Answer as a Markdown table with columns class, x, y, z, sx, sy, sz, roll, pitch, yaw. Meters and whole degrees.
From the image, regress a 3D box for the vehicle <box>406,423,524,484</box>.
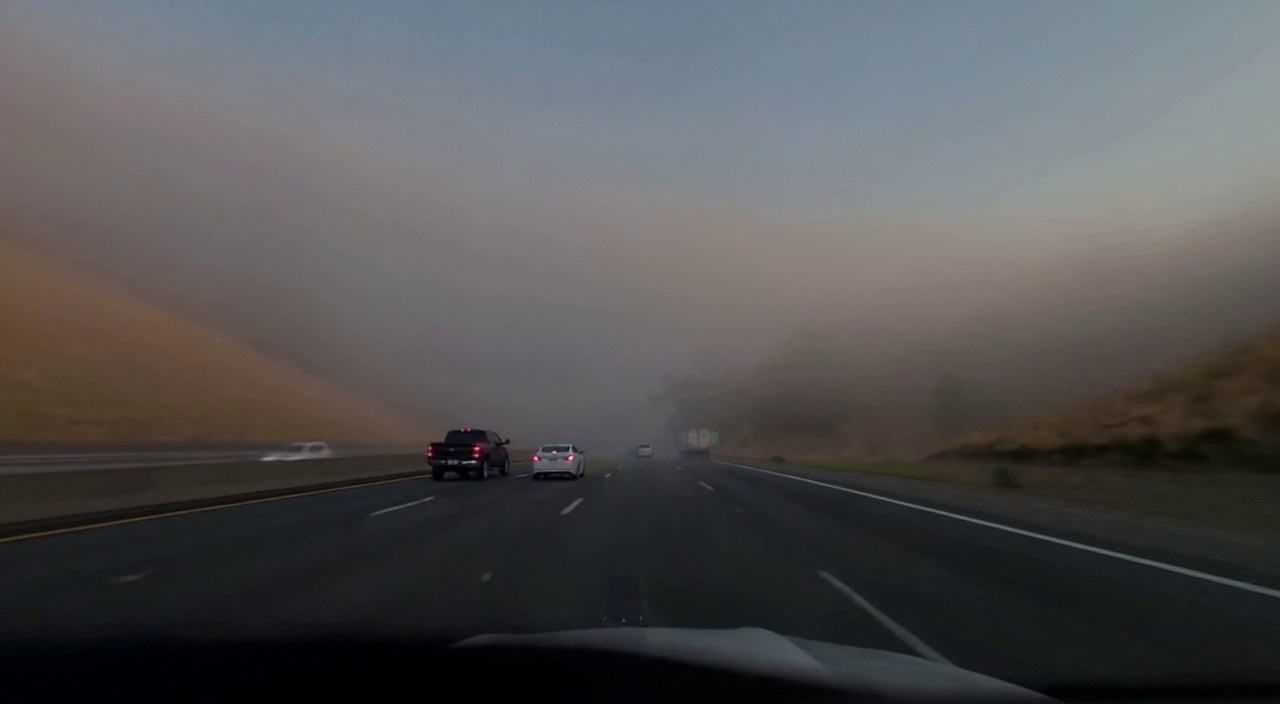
| class | x | y | z | sx | sy | sz | roll | pitch | yaw |
| --- | --- | --- | --- | --- | --- | --- | --- | --- | --- |
| vehicle | -6.583 | 3.938 | 24.768 | 2.589 | 2.063 | 6.206 | 0 | -8 | 2 |

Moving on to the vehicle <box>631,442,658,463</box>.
| class | x | y | z | sx | sy | sz | roll | pitch | yaw |
| --- | --- | --- | --- | --- | --- | --- | --- | --- | --- |
| vehicle | 0.371 | 7.790 | 49.176 | 2.031 | 1.566 | 3.904 | 0 | -8 | 0 |

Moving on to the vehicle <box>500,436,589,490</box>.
| class | x | y | z | sx | sy | sz | roll | pitch | yaw |
| --- | --- | --- | --- | --- | --- | --- | --- | --- | --- |
| vehicle | -2.978 | 3.589 | 20.756 | 2.091 | 1.552 | 4.516 | 0 | -8 | 2 |
